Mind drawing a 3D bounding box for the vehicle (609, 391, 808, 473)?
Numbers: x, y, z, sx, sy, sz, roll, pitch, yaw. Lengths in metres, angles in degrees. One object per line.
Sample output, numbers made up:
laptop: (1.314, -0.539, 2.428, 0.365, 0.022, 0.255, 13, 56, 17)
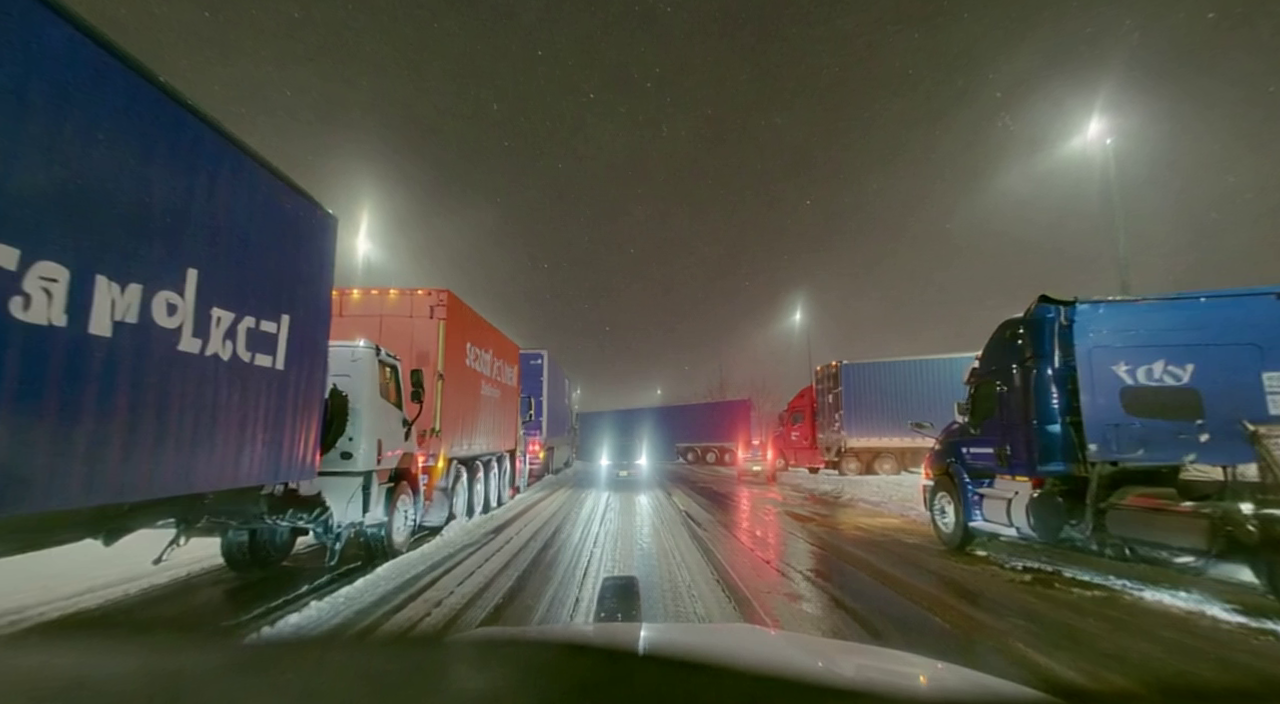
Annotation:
vehicle: (3.438, 4.838, 38.649, 2.877, 4.124, 14.516, 2, -7, -37)

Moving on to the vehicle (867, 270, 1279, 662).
vehicle: (5.127, 1.158, 7.071, 2.570, 2.439, 6.392, 0, -9, -1)

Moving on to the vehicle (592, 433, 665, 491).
vehicle: (-0.404, 3.566, 20.521, 2.140, 1.682, 3.971, 0, -9, -2)

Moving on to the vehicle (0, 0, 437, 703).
vehicle: (-3.971, 0.472, 4.612, 2.844, 3.085, 6.941, 0, -9, -2)
